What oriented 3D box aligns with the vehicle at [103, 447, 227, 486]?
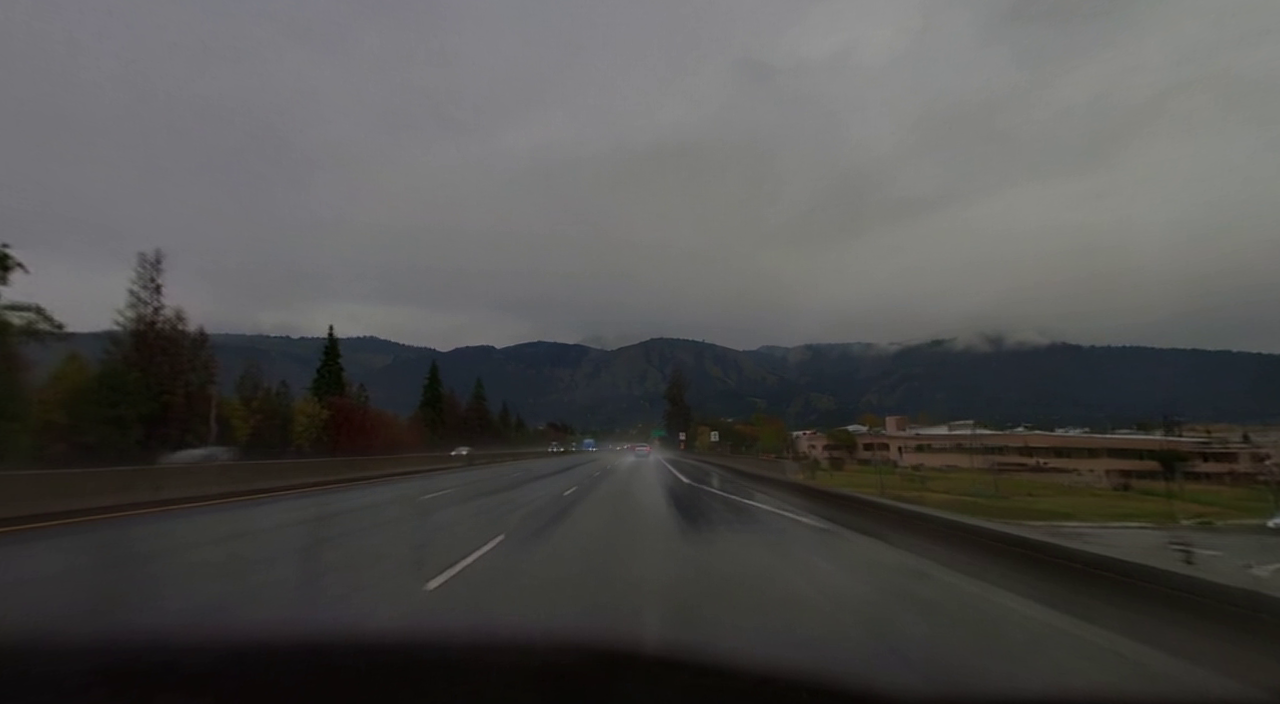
[{"bbox_3d":[-21.119,5.077,28.394,1.887,1.569,4.664,0,-9,1],"label":"vehicle"}]
